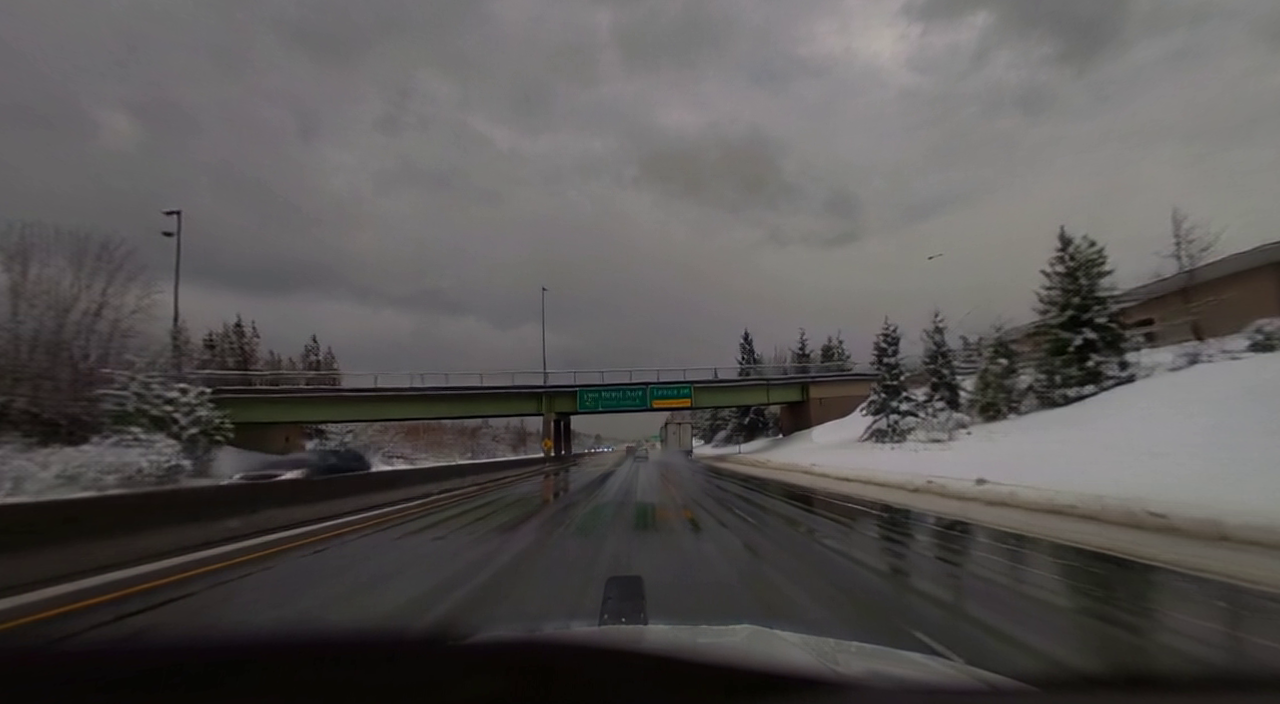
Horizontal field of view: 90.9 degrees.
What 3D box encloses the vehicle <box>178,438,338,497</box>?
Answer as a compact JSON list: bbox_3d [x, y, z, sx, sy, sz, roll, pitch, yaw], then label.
[{"bbox_3d":[-11.326,3.448,19.171,1.990,1.545,4.519,0,-9,1],"label":"vehicle"}]
